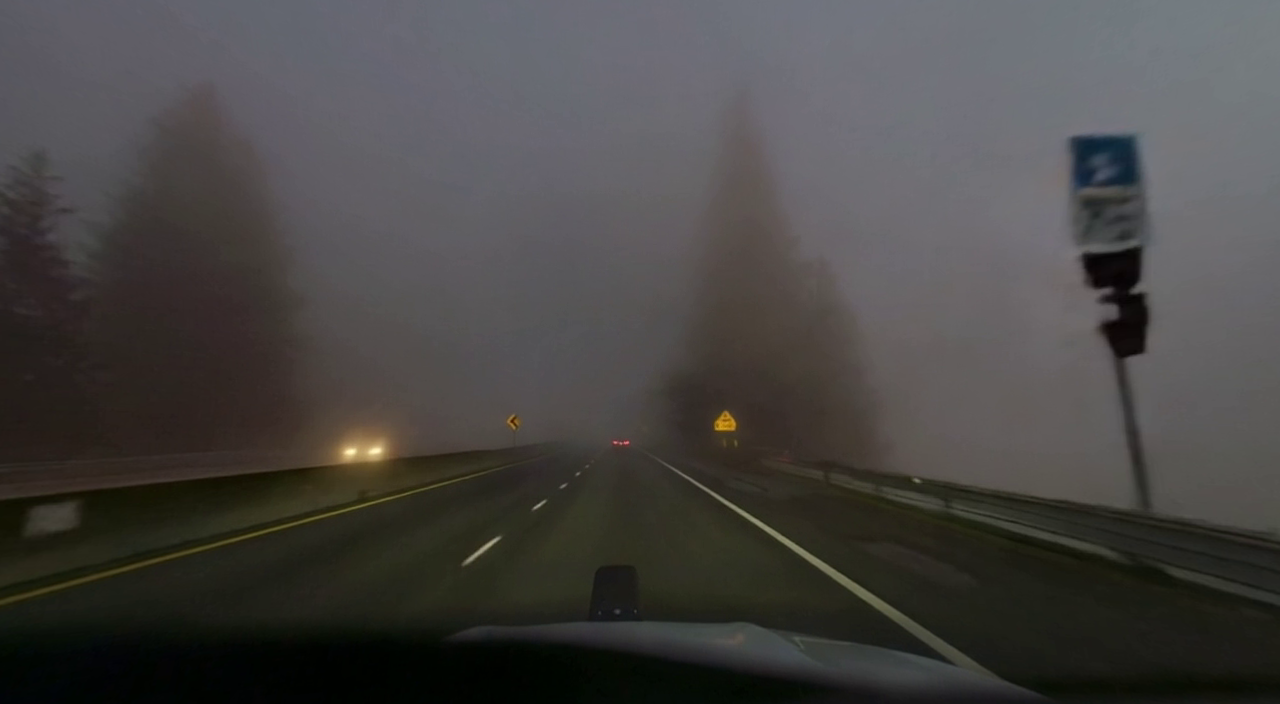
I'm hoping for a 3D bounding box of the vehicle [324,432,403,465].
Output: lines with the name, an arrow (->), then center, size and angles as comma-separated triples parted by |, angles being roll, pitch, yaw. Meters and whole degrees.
vehicle -> -13.392, 4.666, 30.819 | 1.950, 1.490, 4.441 | 0, -8, -2
